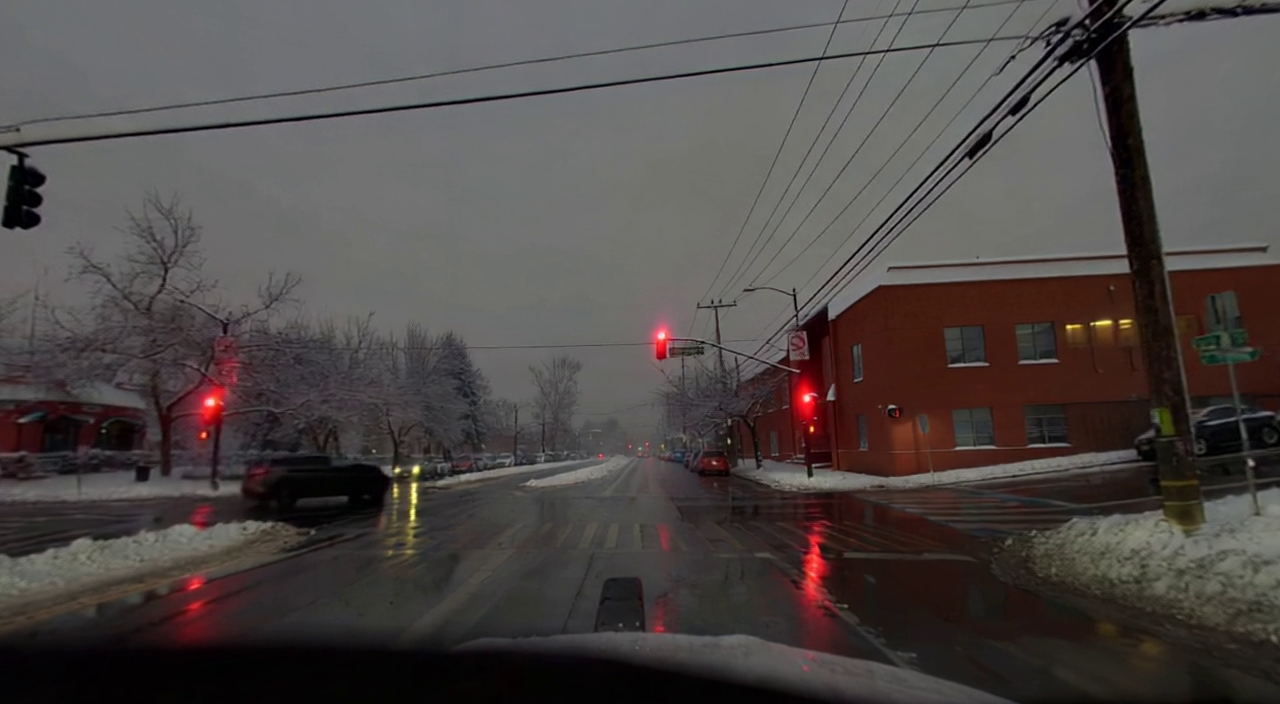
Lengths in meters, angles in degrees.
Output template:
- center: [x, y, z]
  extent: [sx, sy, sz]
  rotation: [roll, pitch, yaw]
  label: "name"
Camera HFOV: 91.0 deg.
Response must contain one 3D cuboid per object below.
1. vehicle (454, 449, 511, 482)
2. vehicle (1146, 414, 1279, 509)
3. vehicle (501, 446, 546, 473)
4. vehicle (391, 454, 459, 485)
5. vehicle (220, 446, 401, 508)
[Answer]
- center: [-8.726, 6.314, 35.244]
  extent: [2.020, 1.672, 3.842]
  rotation: [0, -9, 3]
  label: "vehicle"
- center: [12.760, 2.200, 12.816]
  extent: [3.234, 1.746, 1.941]
  rotation: [1, -8, -4]
  label: "vehicle"
- center: [-8.263, 7.653, 45.075]
  extent: [2.096, 1.830, 4.752]
  rotation: [0, -9, 2]
  label: "vehicle"
- center: [-12.045, 6.597, 35.622]
  extent: [1.943, 1.574, 4.727]
  rotation: [0, -9, 3]
  label: "vehicle"
- center: [-9.853, 3.705, 19.089]
  extent: [4.525, 1.650, 2.120]
  rotation: [5, -10, -28]
  label: "vehicle"
